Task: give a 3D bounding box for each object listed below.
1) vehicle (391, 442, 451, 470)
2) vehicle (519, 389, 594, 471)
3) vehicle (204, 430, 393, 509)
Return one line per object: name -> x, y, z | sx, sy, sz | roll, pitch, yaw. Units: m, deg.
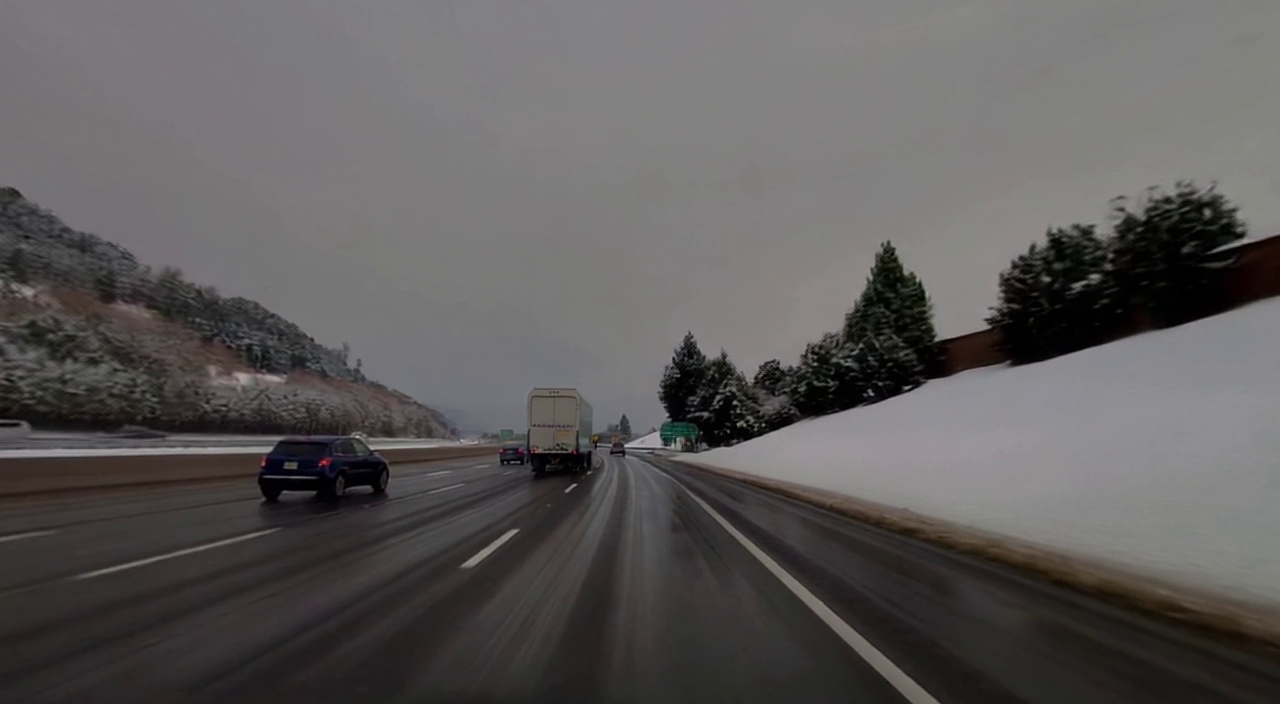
vehicle -> -12.278, 5.870, 35.593 | 1.868, 1.454, 4.290 | 1, -9, -1
vehicle -> -4.637, 4.917, 38.287 | 2.880, 4.025, 14.064 | 1, -9, -1
vehicle -> -8.178, 2.846, 15.753 | 2.099, 1.644, 4.638 | 1, -9, 0
